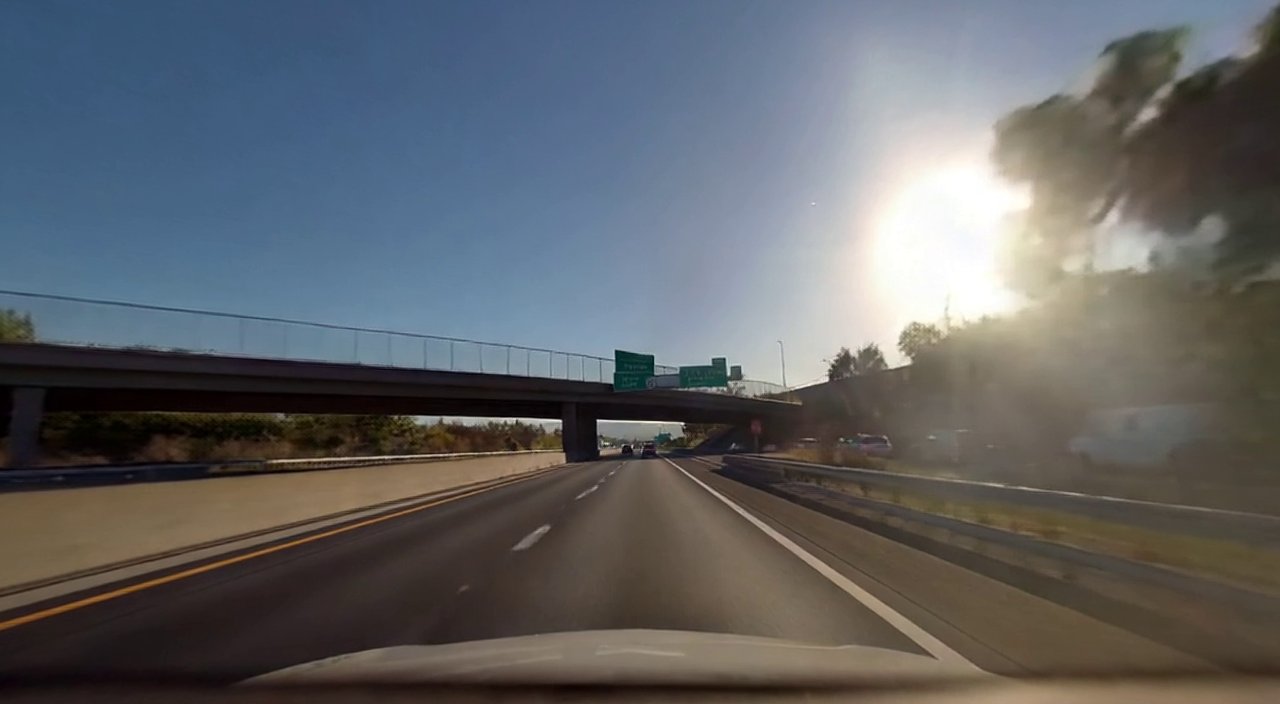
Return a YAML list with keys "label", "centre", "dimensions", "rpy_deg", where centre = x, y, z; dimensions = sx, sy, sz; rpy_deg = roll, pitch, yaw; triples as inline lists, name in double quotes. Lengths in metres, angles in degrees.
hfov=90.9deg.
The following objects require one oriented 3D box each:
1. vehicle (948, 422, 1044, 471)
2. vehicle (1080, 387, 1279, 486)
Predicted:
- label: "vehicle"
  centre: [27.717, 7.443, 49.603]
  dimensions: [2.898, 3.543, 7.437]
  rpy_deg: [-1, -9, -1]
- label: "vehicle"
  centre: [27.666, 4.366, 32.302]
  dimensions: [3.160, 4.297, 9.428]
  rpy_deg: [0, -9, -1]
